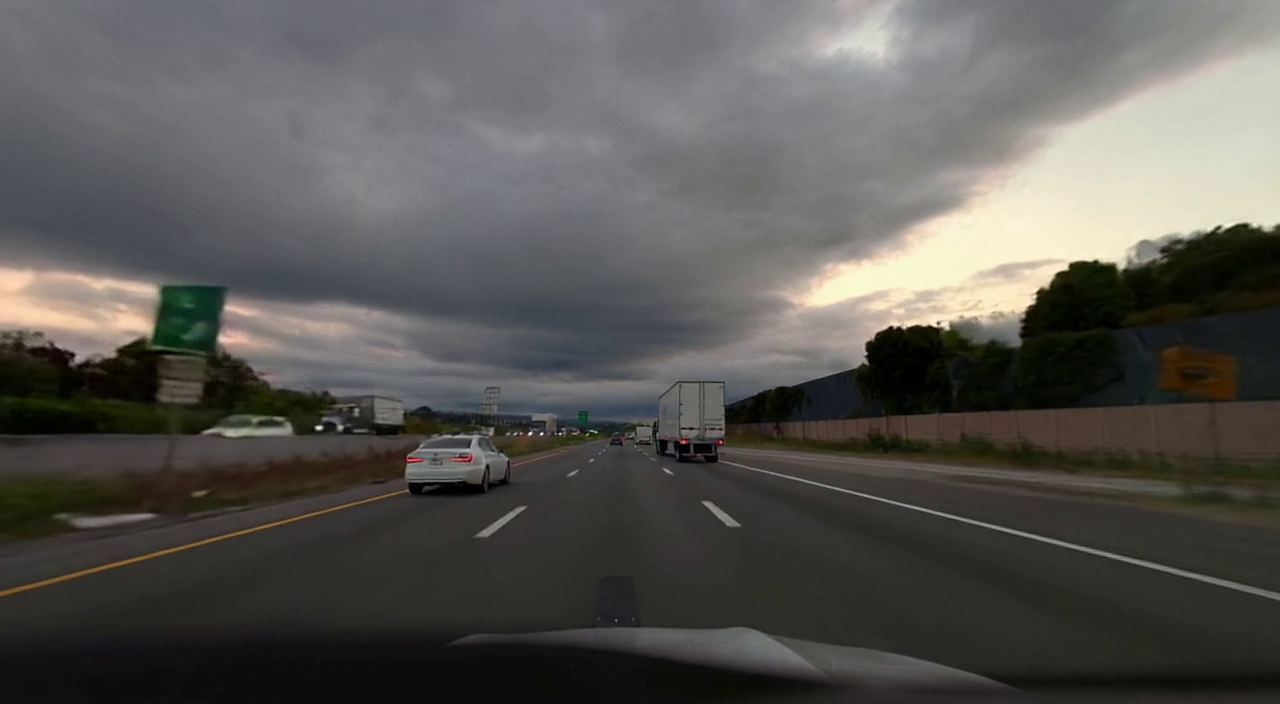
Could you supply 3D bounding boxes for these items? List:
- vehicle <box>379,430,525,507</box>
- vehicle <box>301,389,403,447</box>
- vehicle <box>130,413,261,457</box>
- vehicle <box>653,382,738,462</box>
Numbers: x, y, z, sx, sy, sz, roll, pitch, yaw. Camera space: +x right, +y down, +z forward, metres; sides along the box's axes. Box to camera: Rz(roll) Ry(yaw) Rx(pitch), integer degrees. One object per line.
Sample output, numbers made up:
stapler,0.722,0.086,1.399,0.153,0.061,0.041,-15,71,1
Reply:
vehicle,-3.960,2.506,14.177,1.971,1.444,4.401,0,-8,-1
vehicle,-20.631,4.981,45.984,2.903,3.769,9.823,0,-8,-1
vehicle,-16.622,3.148,23.868,1.858,1.485,4.296,0,-8,-1
vehicle,2.945,4.475,38.920,3.241,4.042,14.292,0,-8,-3
